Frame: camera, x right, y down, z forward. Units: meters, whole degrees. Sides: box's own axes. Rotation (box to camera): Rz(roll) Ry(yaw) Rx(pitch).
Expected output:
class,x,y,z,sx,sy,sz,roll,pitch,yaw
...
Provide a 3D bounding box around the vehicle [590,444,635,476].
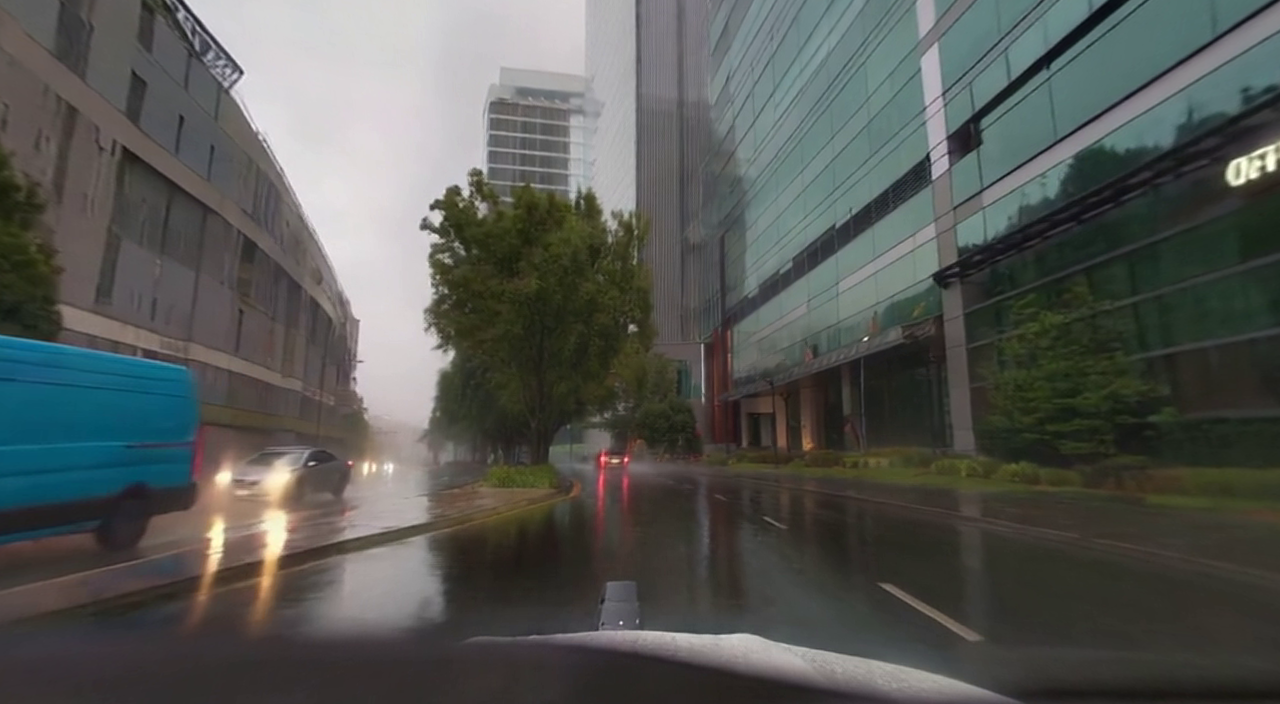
class,x,y,z,sx,sy,sz,roll,pitch,yaw
vehicle,-1.777,6.555,38.471,2.129,1.816,4.851,2,-9,-10

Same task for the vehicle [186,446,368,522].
class,x,y,z,sx,sy,sz,roll,pitch,yaw
vehicle,-8.413,3.044,15.096,2.004,1.549,3.947,0,-8,-1

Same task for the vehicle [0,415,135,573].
class,x,y,z,sx,sy,sz,roll,pitch,yaw
vehicle,-8.020,1.493,6.508,2.028,1.718,4.479,1,-8,-4

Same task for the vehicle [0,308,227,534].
class,x,y,z,sx,sy,sz,roll,pitch,yaw
vehicle,-12.764,1.290,11.624,2.993,3.940,10.946,1,-9,-2
